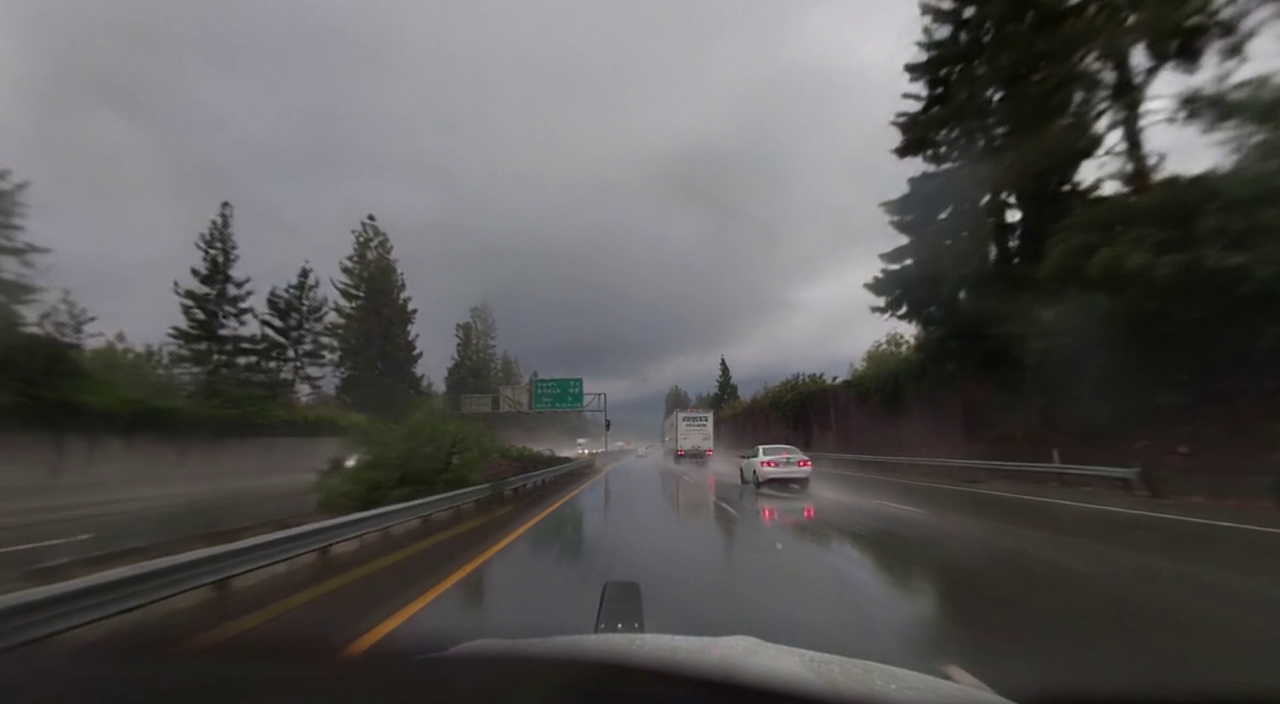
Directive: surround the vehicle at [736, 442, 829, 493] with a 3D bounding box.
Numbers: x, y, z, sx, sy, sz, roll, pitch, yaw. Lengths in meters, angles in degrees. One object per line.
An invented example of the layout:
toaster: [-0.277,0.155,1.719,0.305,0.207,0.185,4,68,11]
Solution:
vehicle: [4.476,3.701,20.438,1.917,1.471,4.149,0,-9,-2]
